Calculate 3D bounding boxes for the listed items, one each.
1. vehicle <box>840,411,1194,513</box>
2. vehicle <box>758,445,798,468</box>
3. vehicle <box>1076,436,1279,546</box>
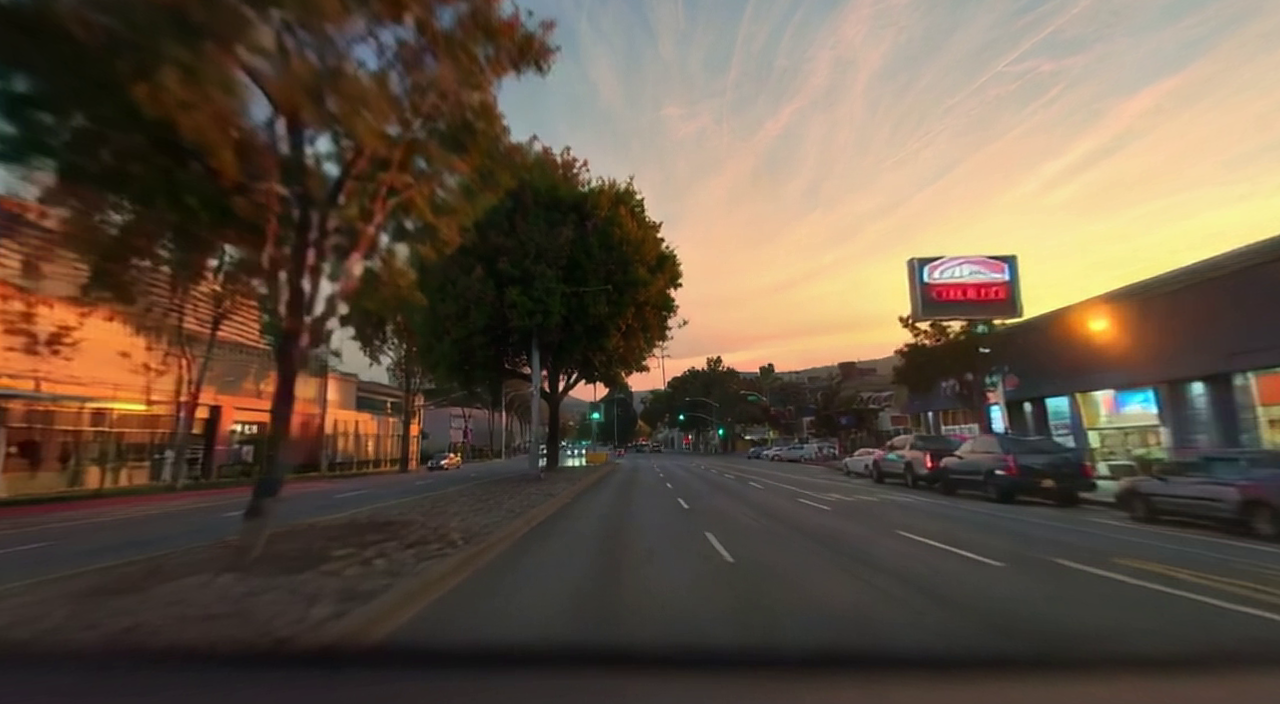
[{"bbox_3d":[10.038,2.892,17.006,6.229,2.004,6.552,7,-13,-43],"label":"vehicle"},{"bbox_3d":[9.550,7.262,44.029,1.844,1.449,4.149,0,-9,0],"label":"vehicle"},{"bbox_3d":[9.768,2.147,10.237,1.876,1.511,4.726,0,-9,-2],"label":"vehicle"}]
